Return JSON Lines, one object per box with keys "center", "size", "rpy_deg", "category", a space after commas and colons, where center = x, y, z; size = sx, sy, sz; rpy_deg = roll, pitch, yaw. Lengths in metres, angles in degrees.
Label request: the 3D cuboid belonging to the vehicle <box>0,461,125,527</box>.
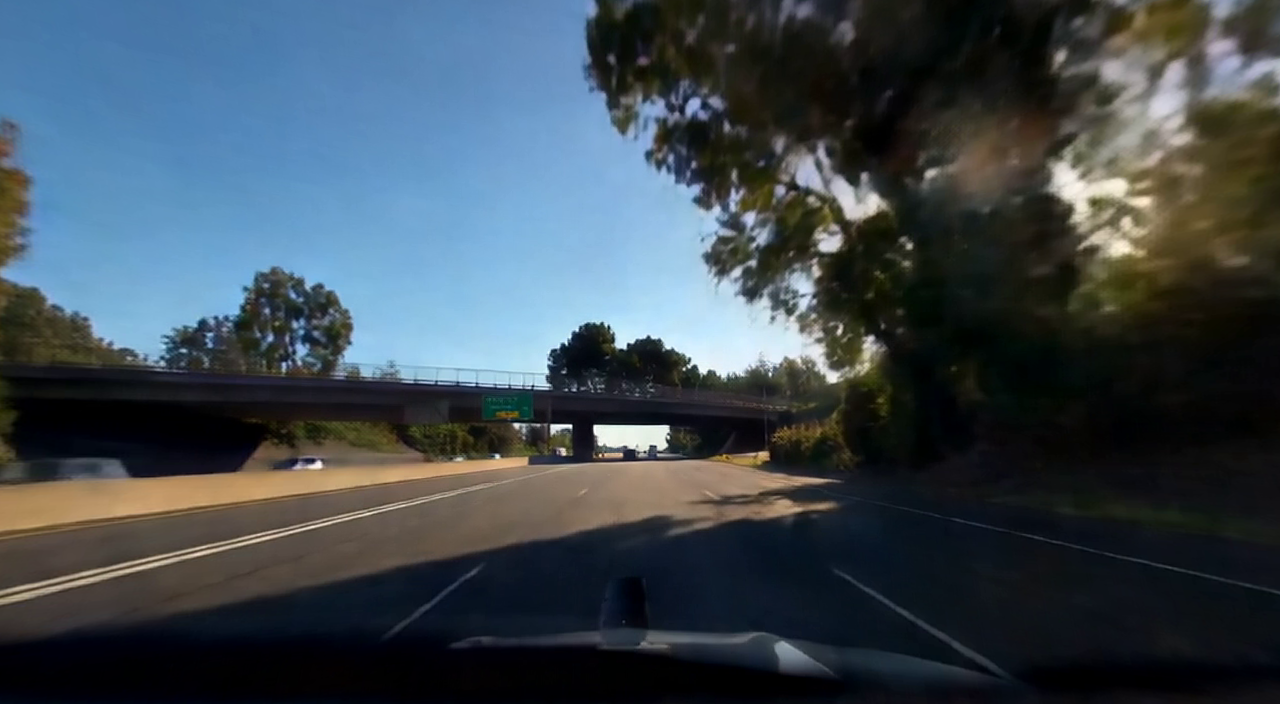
{"center": [-16.122, 3.594, 16.188], "size": [1.982, 1.464, 4.481], "rpy_deg": [0, -9, -1], "category": "vehicle"}
